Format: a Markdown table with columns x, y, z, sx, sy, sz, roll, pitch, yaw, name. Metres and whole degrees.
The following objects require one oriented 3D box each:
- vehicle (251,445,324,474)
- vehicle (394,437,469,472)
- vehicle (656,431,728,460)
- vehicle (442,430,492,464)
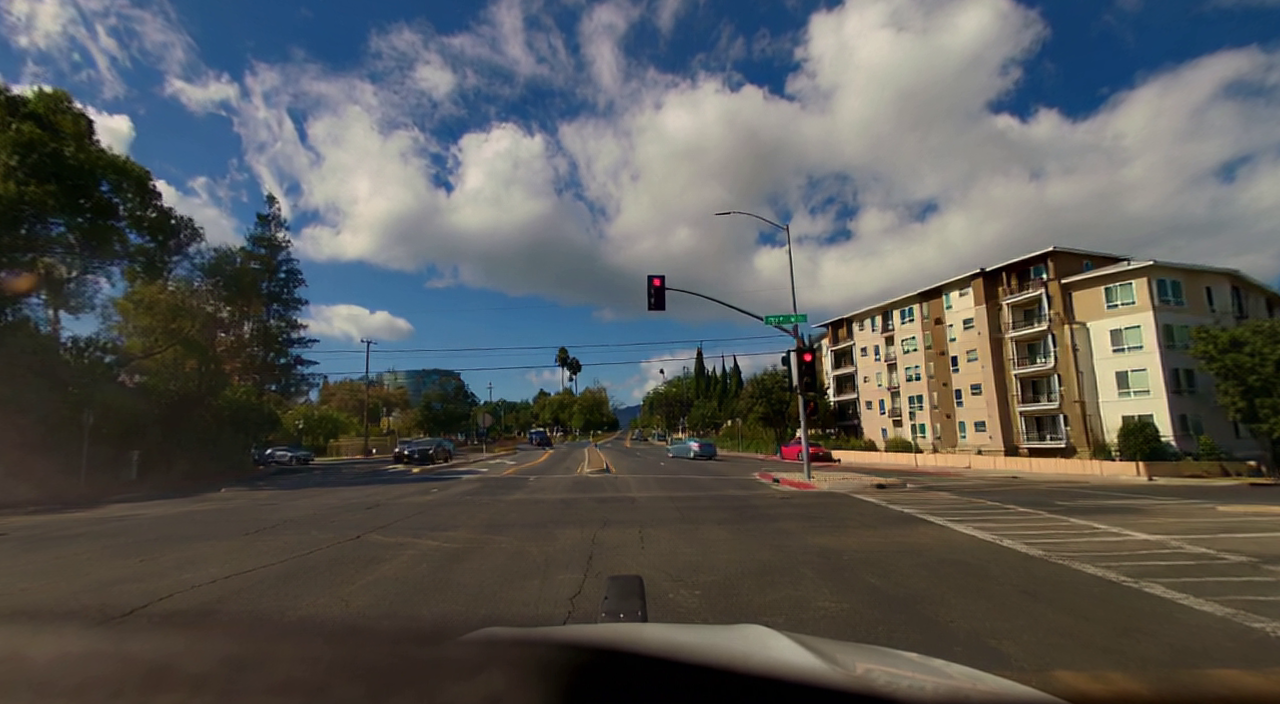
| x | y | z | sx | sy | sz | roll | pitch | yaw | name |
| --- | --- | --- | --- | --- | --- | --- | --- | --- | --- |
| -21.118 | 6.453 | 38.092 | 1.981 | 1.628 | 4.336 | 0 | -9 | -1 | vehicle |
| -9.698 | 4.798 | 29.774 | 2.116 | 1.521 | 4.294 | 0 | -9 | -1 | vehicle |
| 2.911 | 5.449 | 36.881 | 2.073 | 1.571 | 4.790 | 4 | -10 | -25 | vehicle |
| -9.804 | 5.455 | 36.186 | 1.910 | 1.818 | 4.057 | 0 | -9 | -3 | vehicle |
